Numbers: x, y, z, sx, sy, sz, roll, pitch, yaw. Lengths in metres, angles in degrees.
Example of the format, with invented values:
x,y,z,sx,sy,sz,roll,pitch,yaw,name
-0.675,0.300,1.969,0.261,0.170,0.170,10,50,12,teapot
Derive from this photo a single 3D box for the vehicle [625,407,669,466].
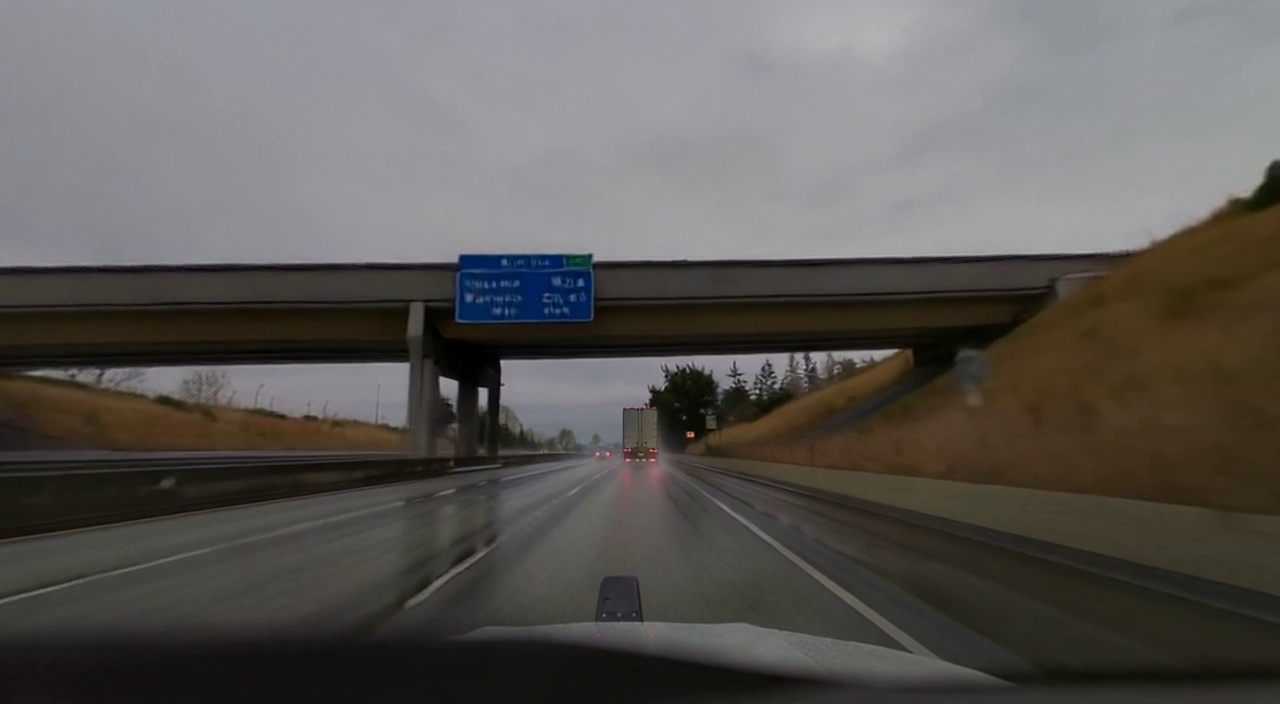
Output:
x,y,z,sx,sy,sz,roll,pitch,yaw,name
0.427,6.727,49.254,3.033,3.985,12.383,0,-9,0,vehicle
